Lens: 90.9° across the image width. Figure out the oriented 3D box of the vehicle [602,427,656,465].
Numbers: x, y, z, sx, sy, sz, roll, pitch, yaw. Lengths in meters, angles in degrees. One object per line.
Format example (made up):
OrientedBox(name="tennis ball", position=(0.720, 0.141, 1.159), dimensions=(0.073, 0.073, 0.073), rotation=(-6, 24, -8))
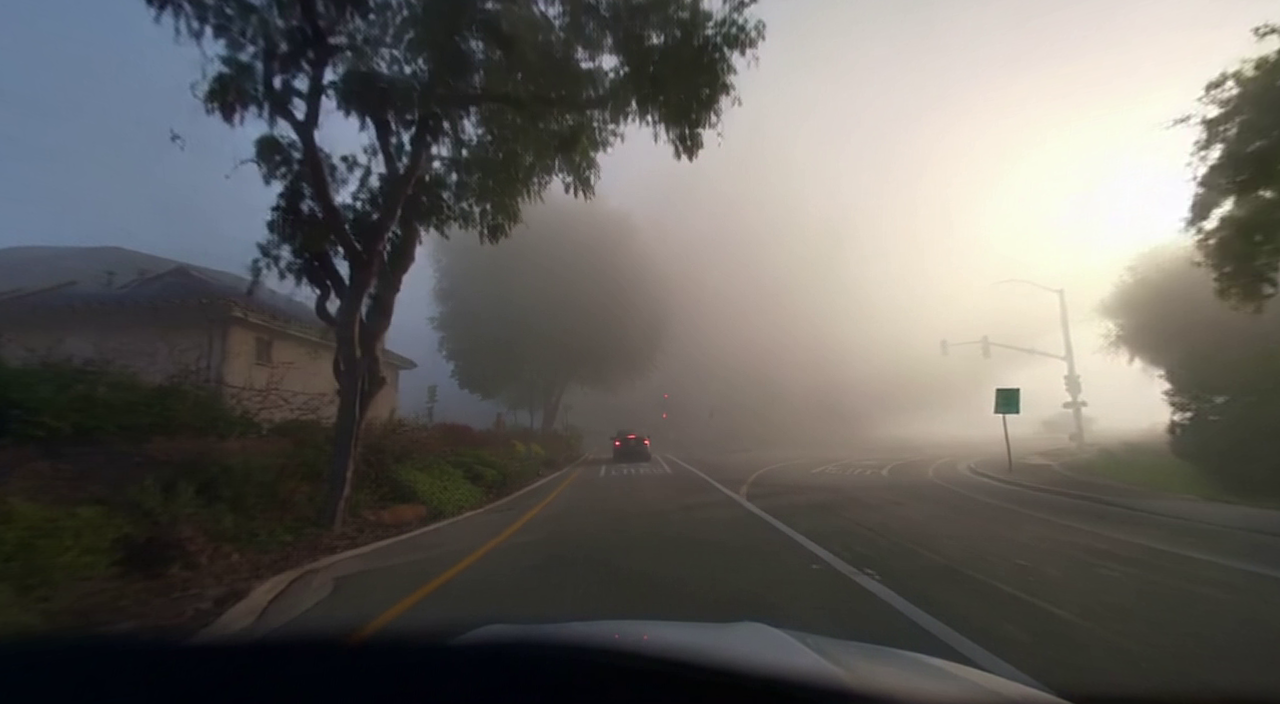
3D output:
OrientedBox(name="vehicle", position=(-0.453, 3.918, 26.394), dimensions=(2.056, 1.473, 4.380), rotation=(0, -8, -1))
